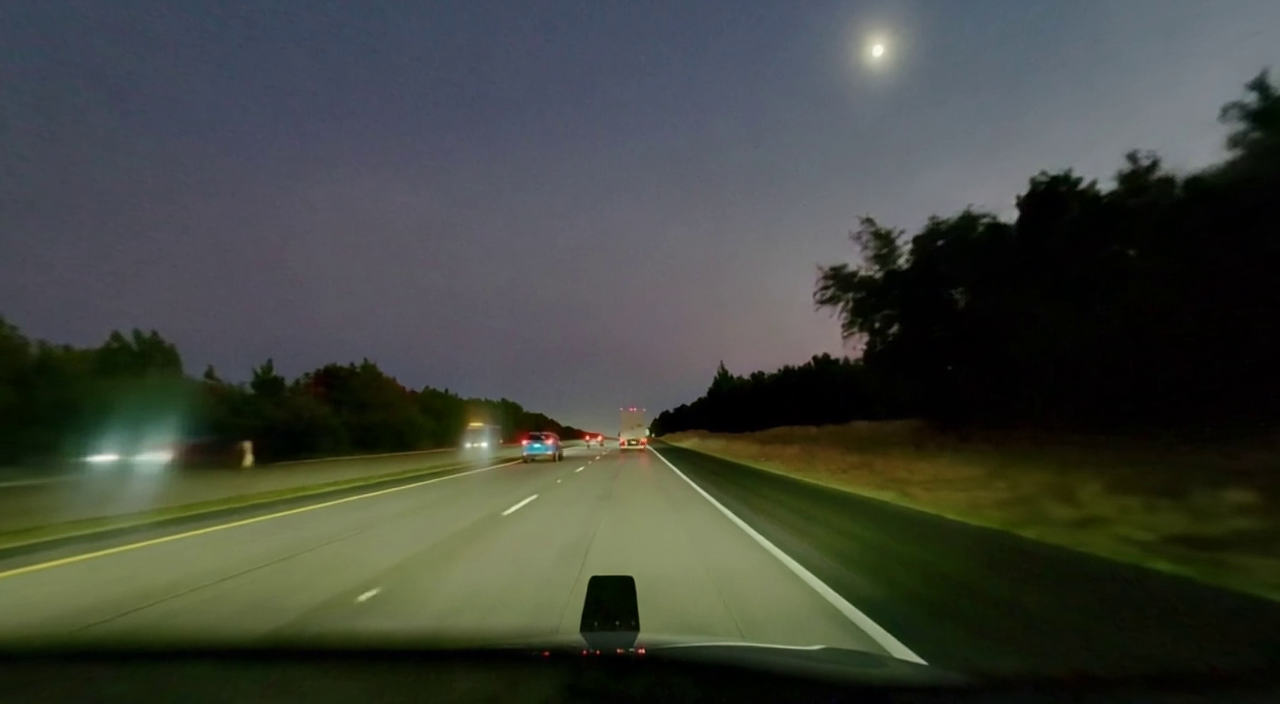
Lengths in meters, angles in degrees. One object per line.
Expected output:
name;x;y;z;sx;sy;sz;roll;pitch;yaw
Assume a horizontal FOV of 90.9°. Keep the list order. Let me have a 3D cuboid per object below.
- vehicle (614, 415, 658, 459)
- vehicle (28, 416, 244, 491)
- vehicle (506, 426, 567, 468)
vehicle;-0.299;5.239;39.003;2.526;2.531;5.026;0;-8;-1
vehicle;-13.219;2.674;17.018;2.137;1.726;4.503;0;-8;-1
vehicle;-4.551;4.236;28.403;2.049;1.726;4.291;0;-8;0
